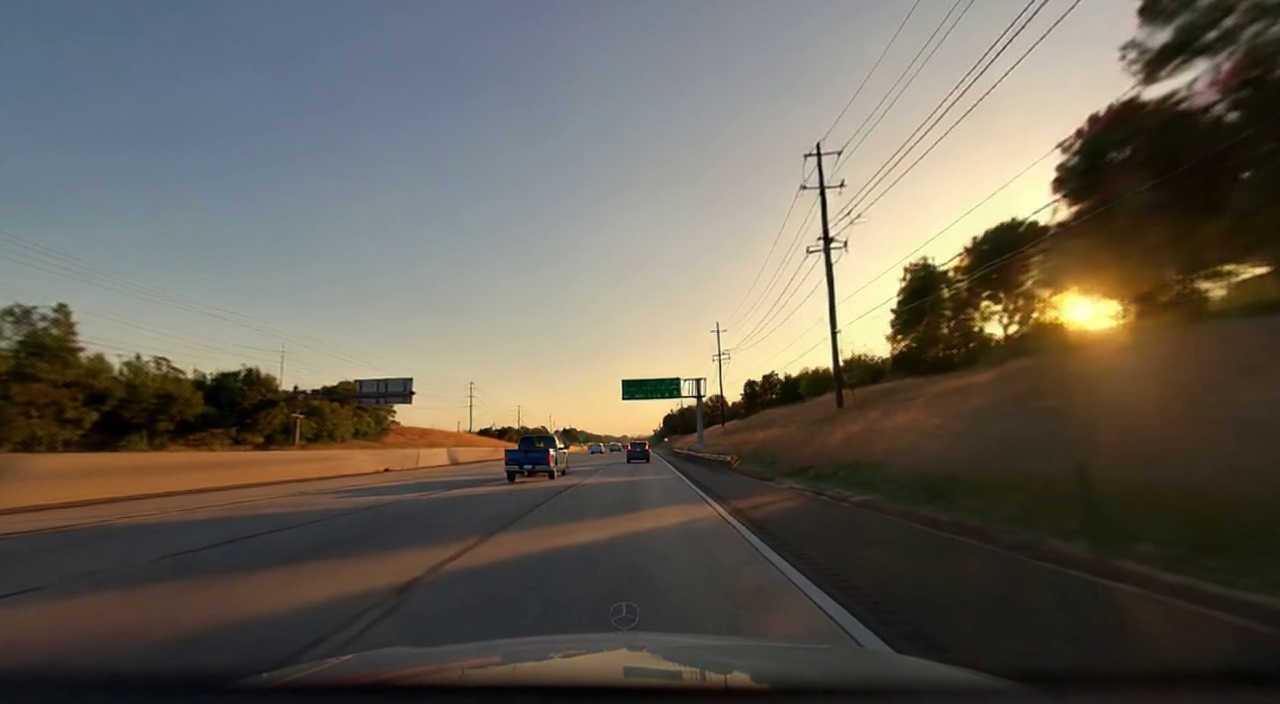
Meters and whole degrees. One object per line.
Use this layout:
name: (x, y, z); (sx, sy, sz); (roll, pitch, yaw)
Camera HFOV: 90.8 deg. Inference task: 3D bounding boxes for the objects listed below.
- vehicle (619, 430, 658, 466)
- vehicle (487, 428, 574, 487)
vehicle: (-0.132, 6.246, 41.093); (2.358, 2.144, 4.713); (0, -8, -1)
vehicle: (-3.723, 3.722, 22.621); (2.204, 1.812, 5.289); (0, -8, 0)
